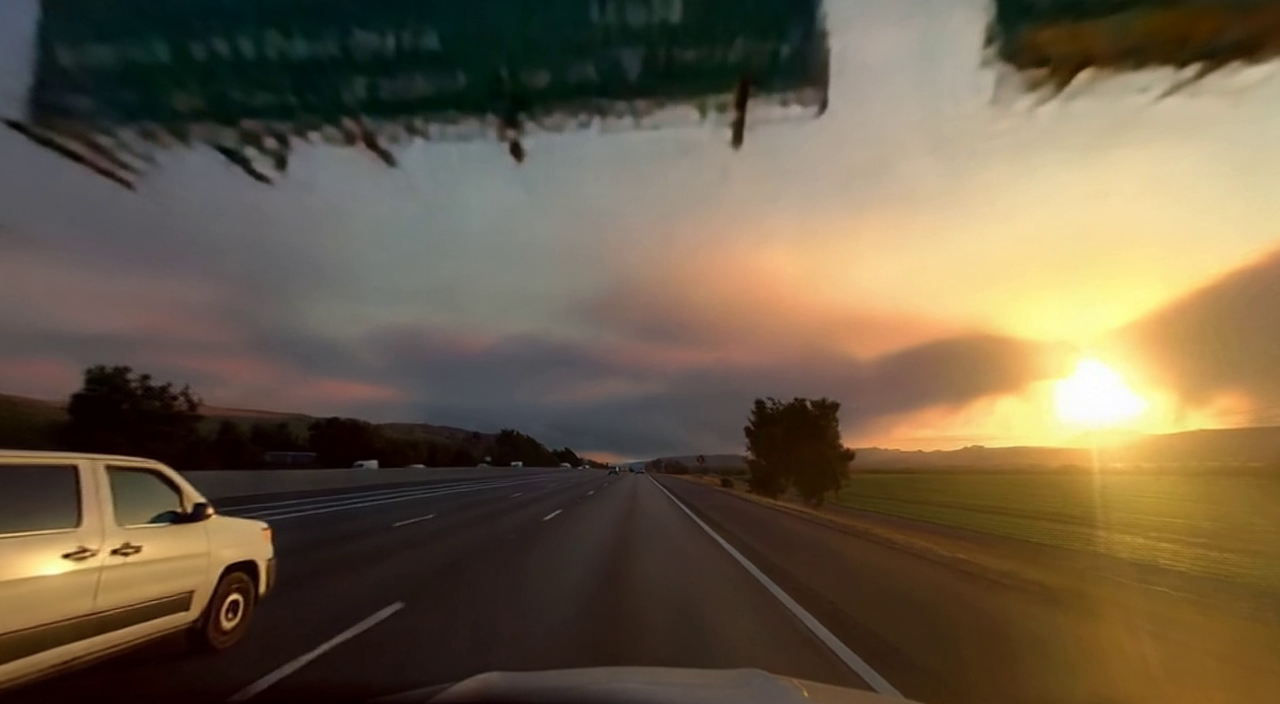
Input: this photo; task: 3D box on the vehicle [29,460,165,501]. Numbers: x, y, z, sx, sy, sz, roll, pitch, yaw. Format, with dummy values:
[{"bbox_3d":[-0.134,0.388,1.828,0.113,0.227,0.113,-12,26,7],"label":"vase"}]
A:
[{"bbox_3d":[-23.287,5.500,27.286,1.916,1.576,4.365,1,-10,1],"label":"vehicle"}]
